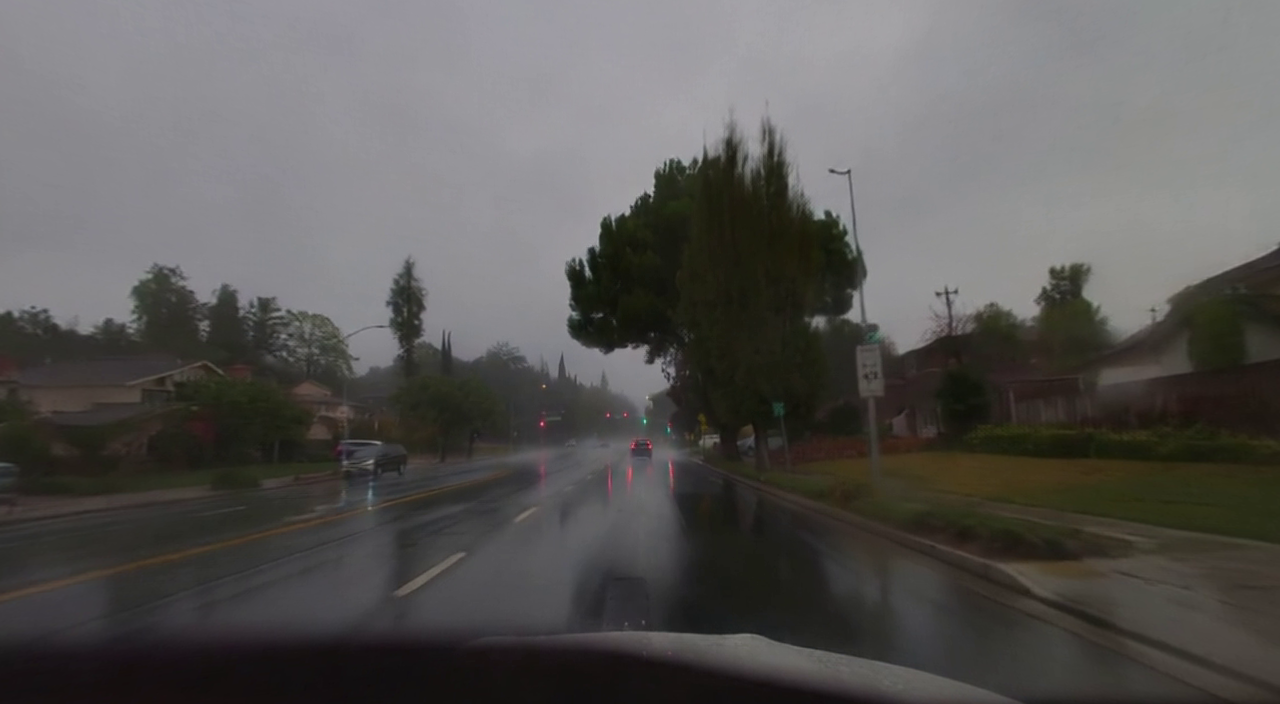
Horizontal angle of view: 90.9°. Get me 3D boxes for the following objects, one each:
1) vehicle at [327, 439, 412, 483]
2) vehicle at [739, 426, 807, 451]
[{"bbox_3d":[-14.265,5.714,33.627,2.337,1.850,5.448,-4,-6,-3],"label":"vehicle"},{"bbox_3d":[10.279,6.741,49.086,4.746,1.485,1.916,-5,-8,-1],"label":"vehicle"}]
